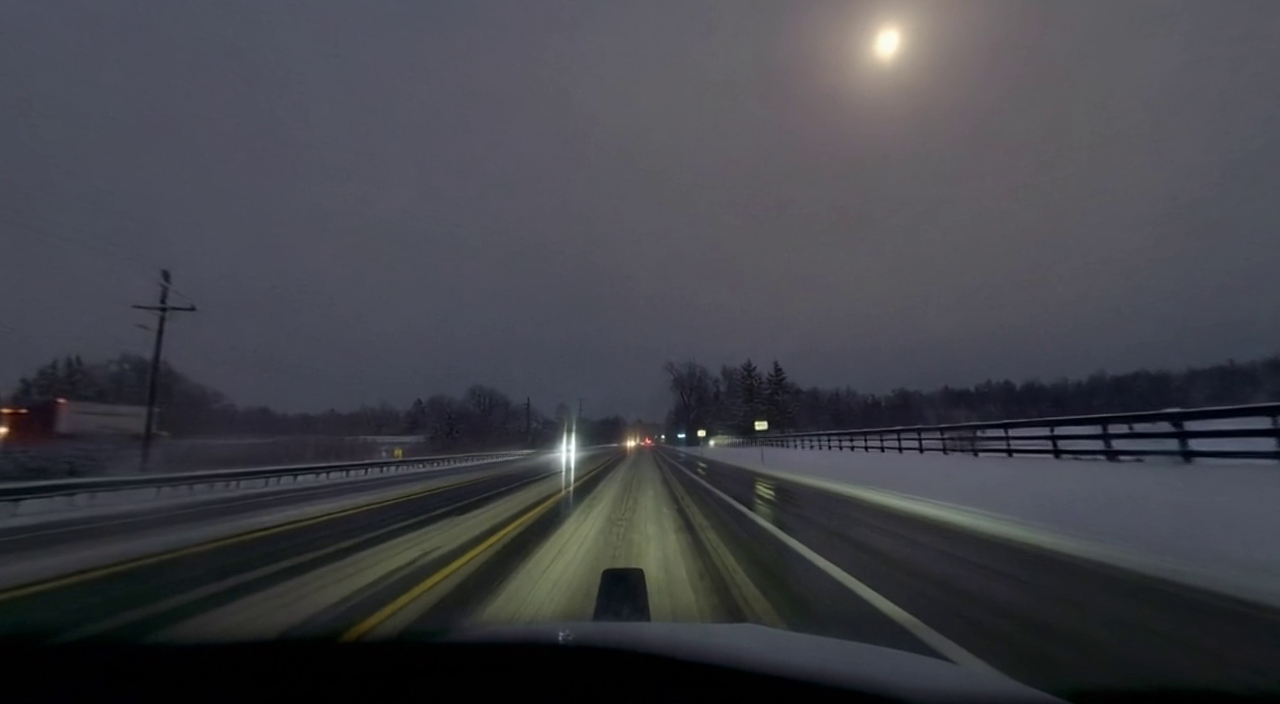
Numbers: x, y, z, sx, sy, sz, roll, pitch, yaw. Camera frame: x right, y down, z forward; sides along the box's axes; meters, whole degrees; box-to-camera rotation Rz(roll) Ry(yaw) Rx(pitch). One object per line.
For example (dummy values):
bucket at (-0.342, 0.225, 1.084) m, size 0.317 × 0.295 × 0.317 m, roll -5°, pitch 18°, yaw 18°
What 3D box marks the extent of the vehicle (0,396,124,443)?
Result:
vehicle at (-44.852, 5.416, 49.100) m, size 2.936 × 3.379 × 6.923 m, roll 0°, pitch -8°, yaw 1°
